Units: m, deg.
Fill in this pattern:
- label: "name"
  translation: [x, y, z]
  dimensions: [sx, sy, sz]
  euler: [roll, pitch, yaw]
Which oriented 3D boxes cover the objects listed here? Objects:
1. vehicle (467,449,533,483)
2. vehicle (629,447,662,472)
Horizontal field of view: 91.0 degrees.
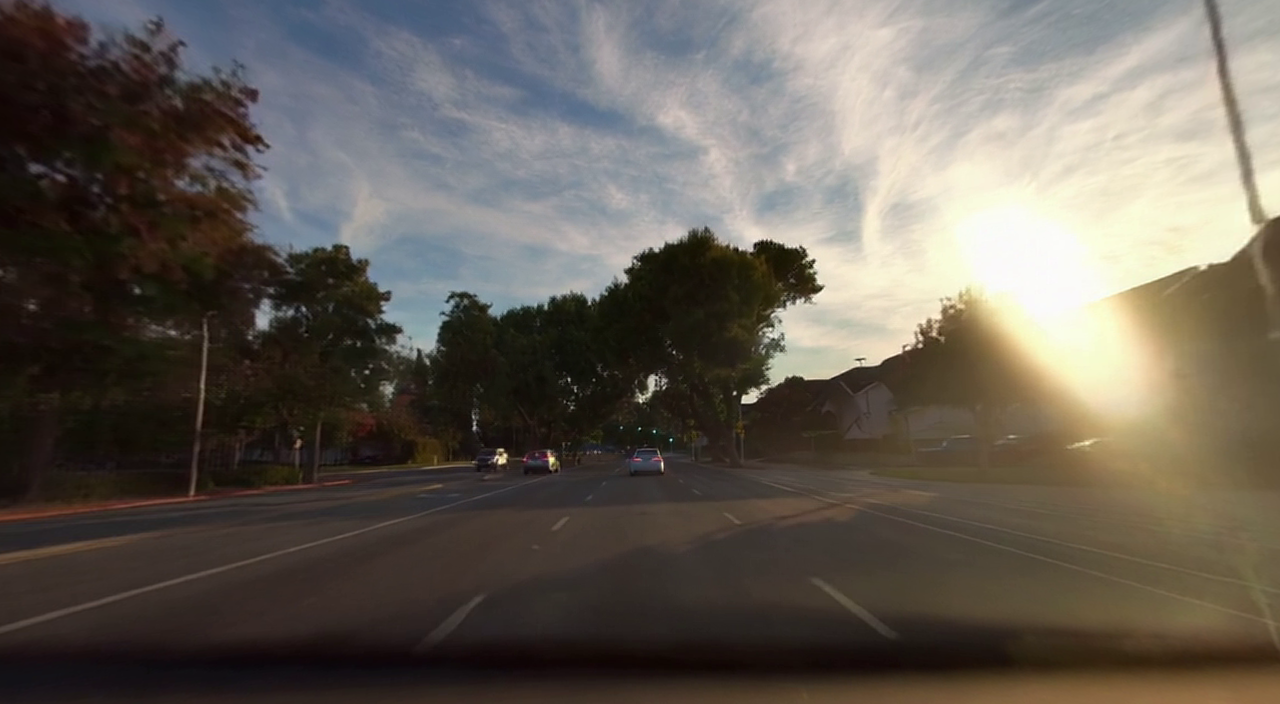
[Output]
- label: "vehicle"
  translation: [-6.457, 5.316, 29.583]
  dimensions: [2.014, 1.472, 4.357]
  euler: [0, -9, 2]
- label: "vehicle"
  translation: [0.364, 7.124, 41.906]
  dimensions: [2.106, 1.517, 4.375]
  euler: [0, -9, 0]
